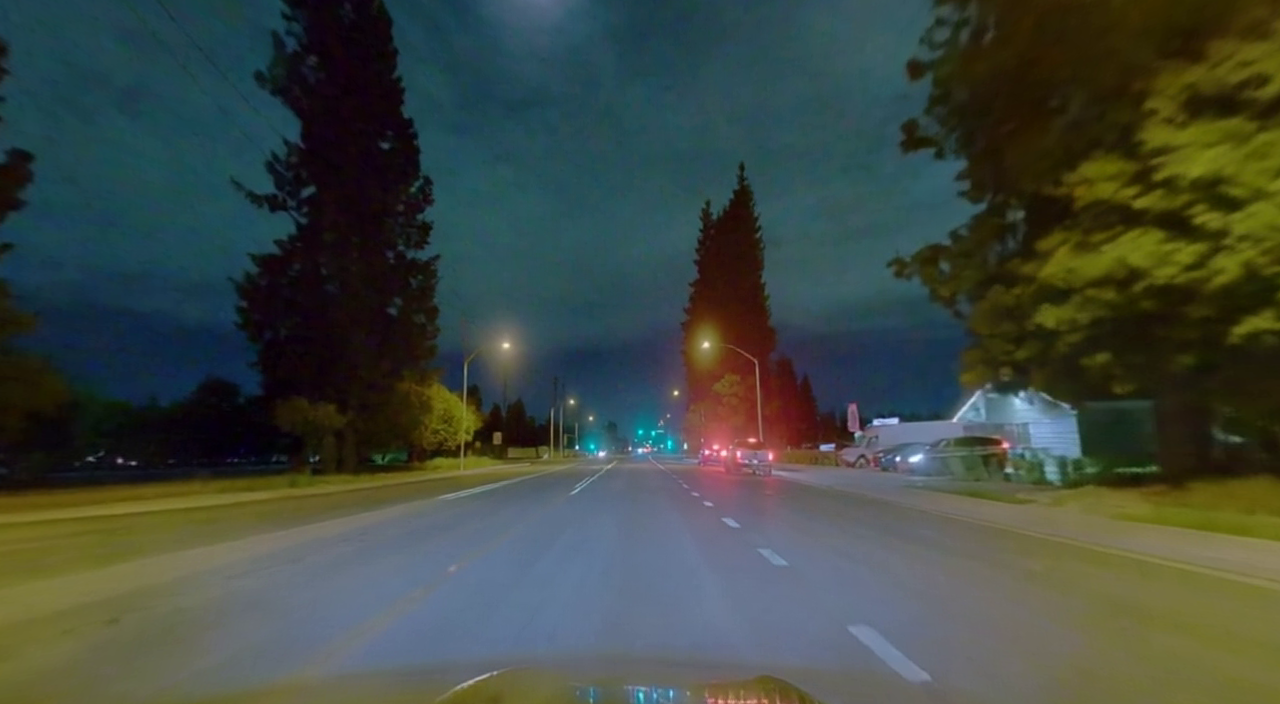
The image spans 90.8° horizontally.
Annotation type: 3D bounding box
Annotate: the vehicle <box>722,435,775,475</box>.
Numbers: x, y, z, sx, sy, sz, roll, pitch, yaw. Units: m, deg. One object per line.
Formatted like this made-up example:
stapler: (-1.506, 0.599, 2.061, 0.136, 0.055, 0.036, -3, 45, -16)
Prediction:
vehicle: (6.333, 6.091, 37.532, 2.275, 2.132, 5.726, 0, -9, 1)

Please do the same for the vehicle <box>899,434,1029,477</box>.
vehicle: (14.411, 4.628, 28.330, 4.637, 1.842, 2.016, 0, -9, 2)

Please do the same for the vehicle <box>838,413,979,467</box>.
vehicle: (15.790, 5.241, 37.557, 6.969, 2.929, 2.793, -1, -9, 0)
